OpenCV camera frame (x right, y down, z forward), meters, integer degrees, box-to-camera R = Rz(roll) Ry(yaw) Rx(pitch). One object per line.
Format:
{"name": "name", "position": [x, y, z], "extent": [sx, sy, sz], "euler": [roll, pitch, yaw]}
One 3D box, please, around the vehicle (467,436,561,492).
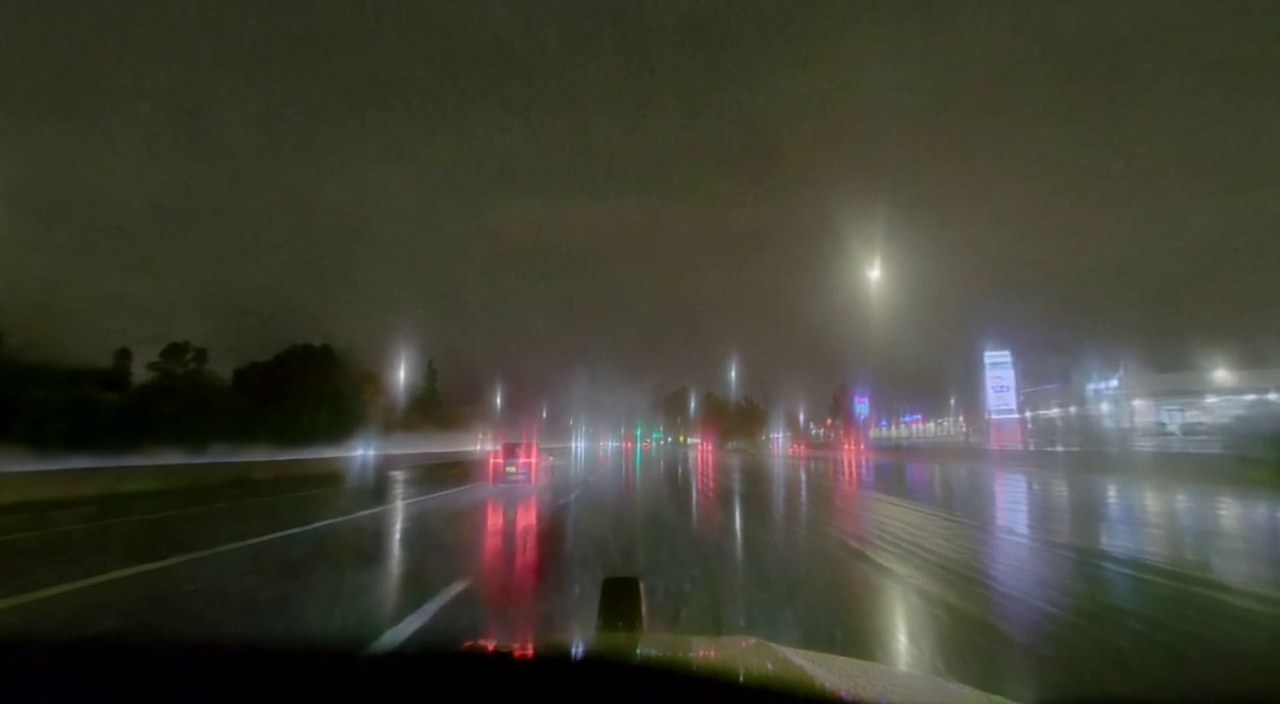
{"name": "vehicle", "position": [-3.670, 3.343, 19.224], "extent": [1.939, 1.508, 4.272], "euler": [0, -8, 1]}
